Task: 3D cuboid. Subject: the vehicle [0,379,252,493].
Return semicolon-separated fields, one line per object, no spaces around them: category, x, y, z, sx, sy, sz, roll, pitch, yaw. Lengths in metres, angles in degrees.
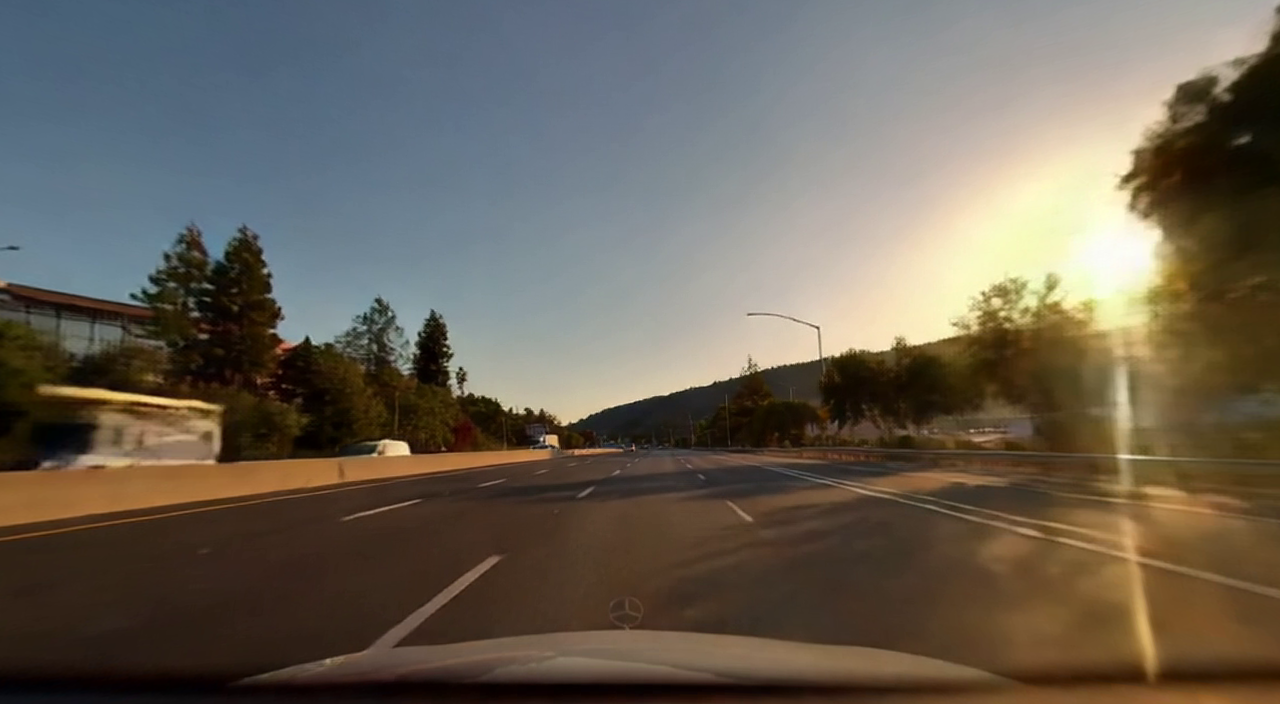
vehicle;-21.615;3.639;27.039;3.007;3.884;10.521;0;-8;1

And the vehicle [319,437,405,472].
vehicle;-17.553;6.476;40.276;2.416;2.039;6.351;0;-8;2
